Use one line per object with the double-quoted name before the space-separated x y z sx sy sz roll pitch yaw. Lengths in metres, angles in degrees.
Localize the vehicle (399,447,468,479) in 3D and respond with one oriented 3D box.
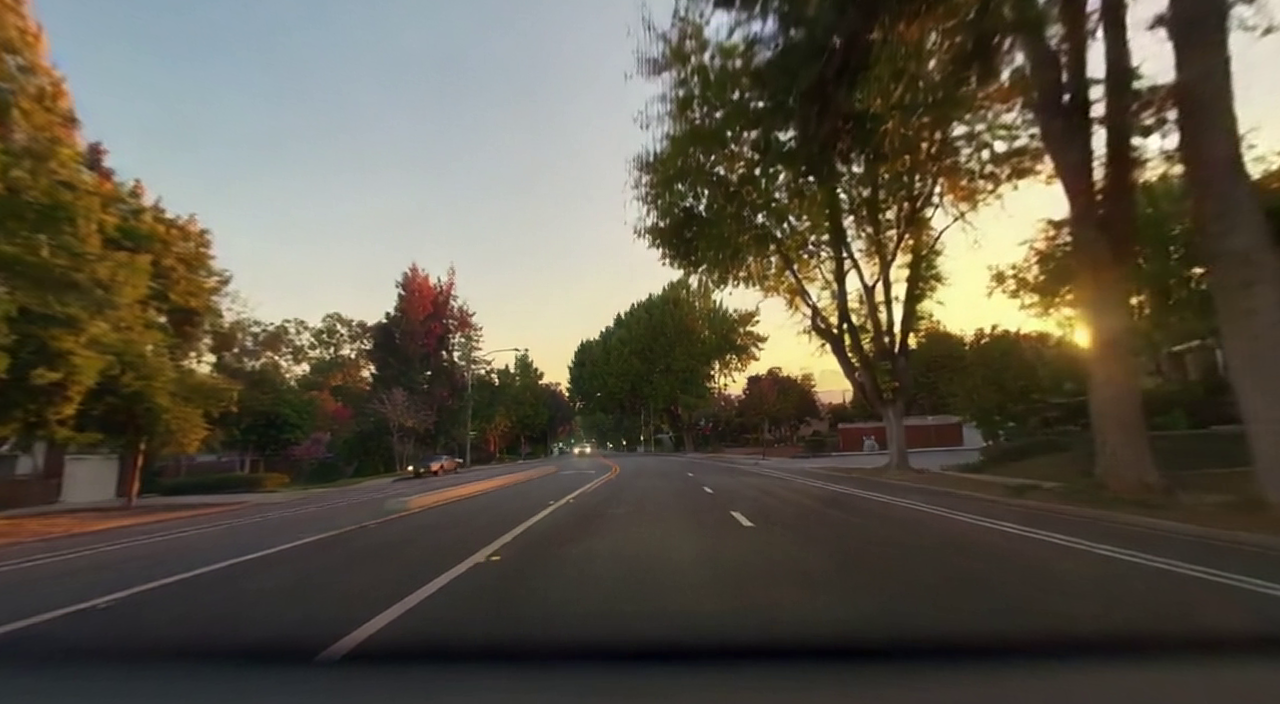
"vehicle" -11.995 6.446 37.040 2.066 1.681 5.292 -1 -8 2
